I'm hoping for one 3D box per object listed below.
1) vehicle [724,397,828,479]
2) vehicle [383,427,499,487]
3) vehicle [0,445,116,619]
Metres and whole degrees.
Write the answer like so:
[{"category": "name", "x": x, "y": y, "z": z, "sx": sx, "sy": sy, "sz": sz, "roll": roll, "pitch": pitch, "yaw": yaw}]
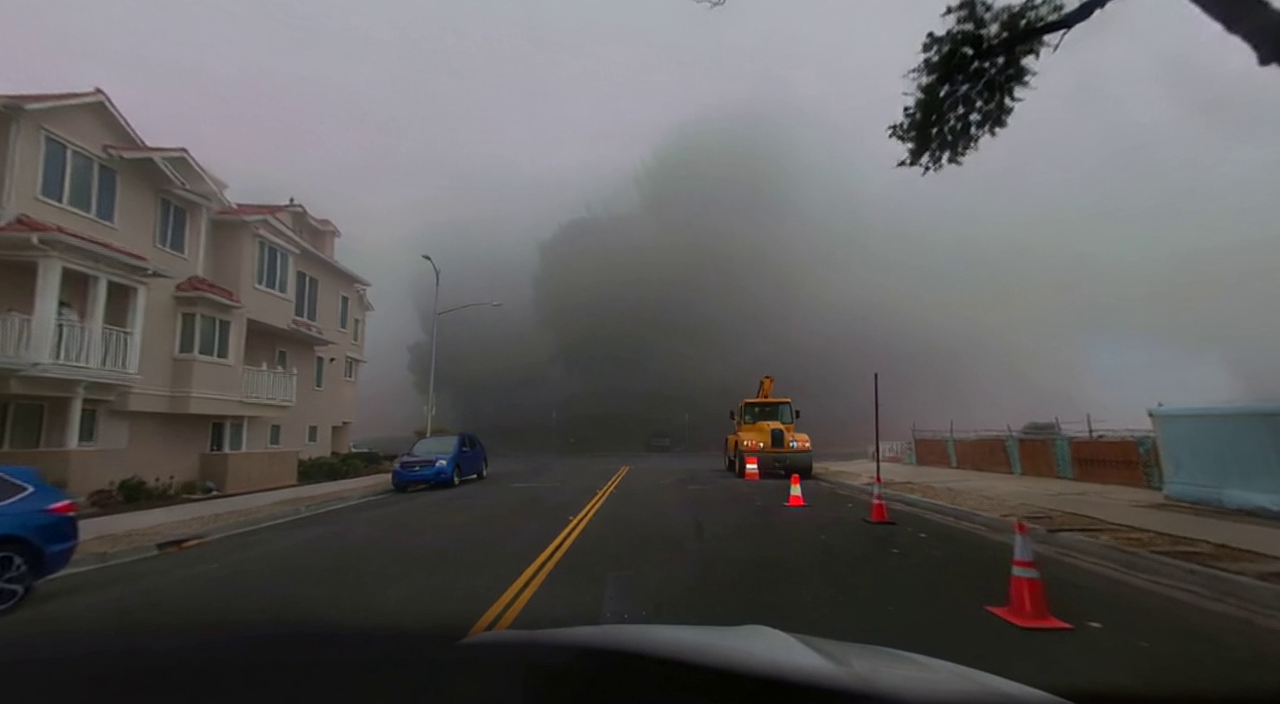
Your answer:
[{"category": "vehicle", "x": 4.606, "y": 3.002, "z": 21.956, "sx": 2.501, "sy": 2.613, "sz": 3.505, "roll": 1, "pitch": -8, "yaw": -6}, {"category": "vehicle", "x": -6.460, "y": 3.485, "z": 21.173, "sx": 2.220, "sy": 1.765, "sz": 4.799, "roll": 0, "pitch": -9, "yaw": 1}, {"category": "vehicle", "x": -6.517, "y": 1.362, "z": 4.108, "sx": 1.974, "sy": 1.479, "sz": 4.888, "roll": 0, "pitch": -8, "yaw": 1}]
